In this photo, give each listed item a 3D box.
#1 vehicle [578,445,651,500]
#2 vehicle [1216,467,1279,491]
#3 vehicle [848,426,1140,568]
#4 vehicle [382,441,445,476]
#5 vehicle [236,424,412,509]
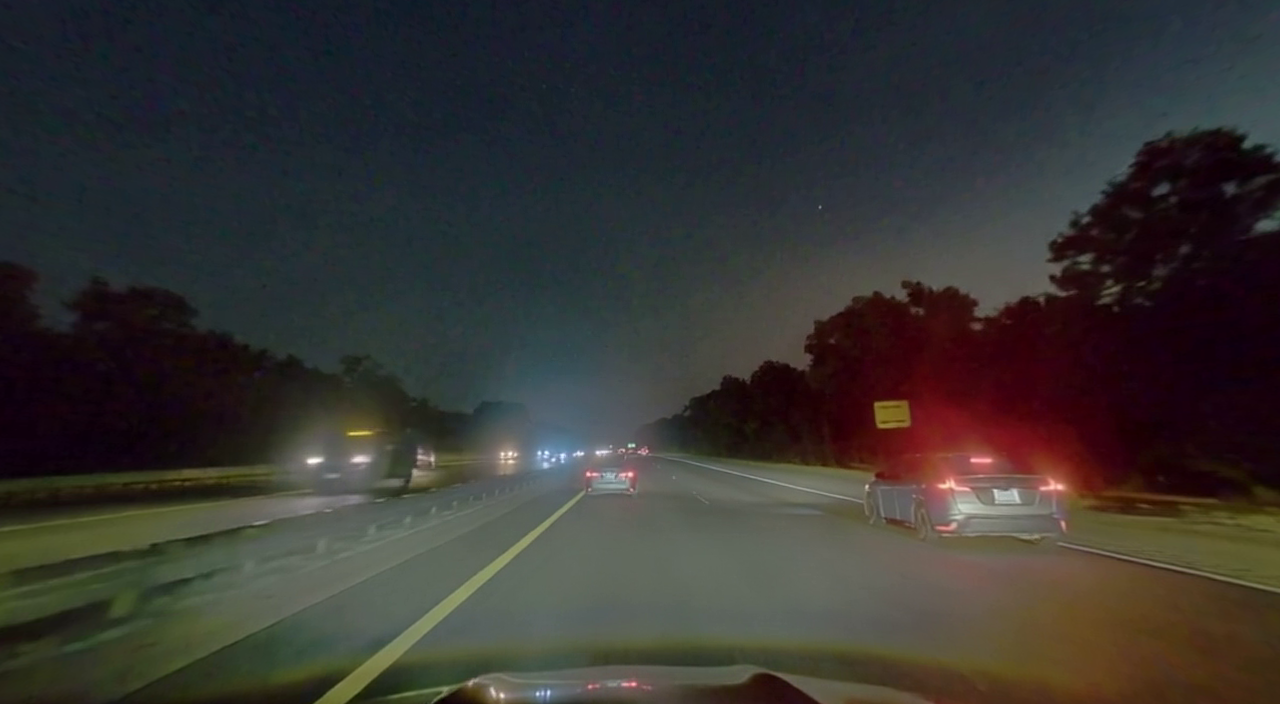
[{"bbox_3d":[-0.744,3.646,19.364,2.013,1.479,4.169,0,-9,-1],"label":"vehicle"},{"bbox_3d":[43.118,8.864,43.943,1.775,1.512,3.972,-1,-9,4],"label":"vehicle"},{"bbox_3d":[4.571,1.902,8.901,1.910,1.554,3.718,0,-9,-1],"label":"vehicle"},{"bbox_3d":[-12.719,5.998,35.541,2.045,1.807,4.241,0,-9,-1],"label":"vehicle"},{"bbox_3d":[-8.243,3.040,17.085,2.126,1.921,5.104,0,-9,0],"label":"vehicle"}]
